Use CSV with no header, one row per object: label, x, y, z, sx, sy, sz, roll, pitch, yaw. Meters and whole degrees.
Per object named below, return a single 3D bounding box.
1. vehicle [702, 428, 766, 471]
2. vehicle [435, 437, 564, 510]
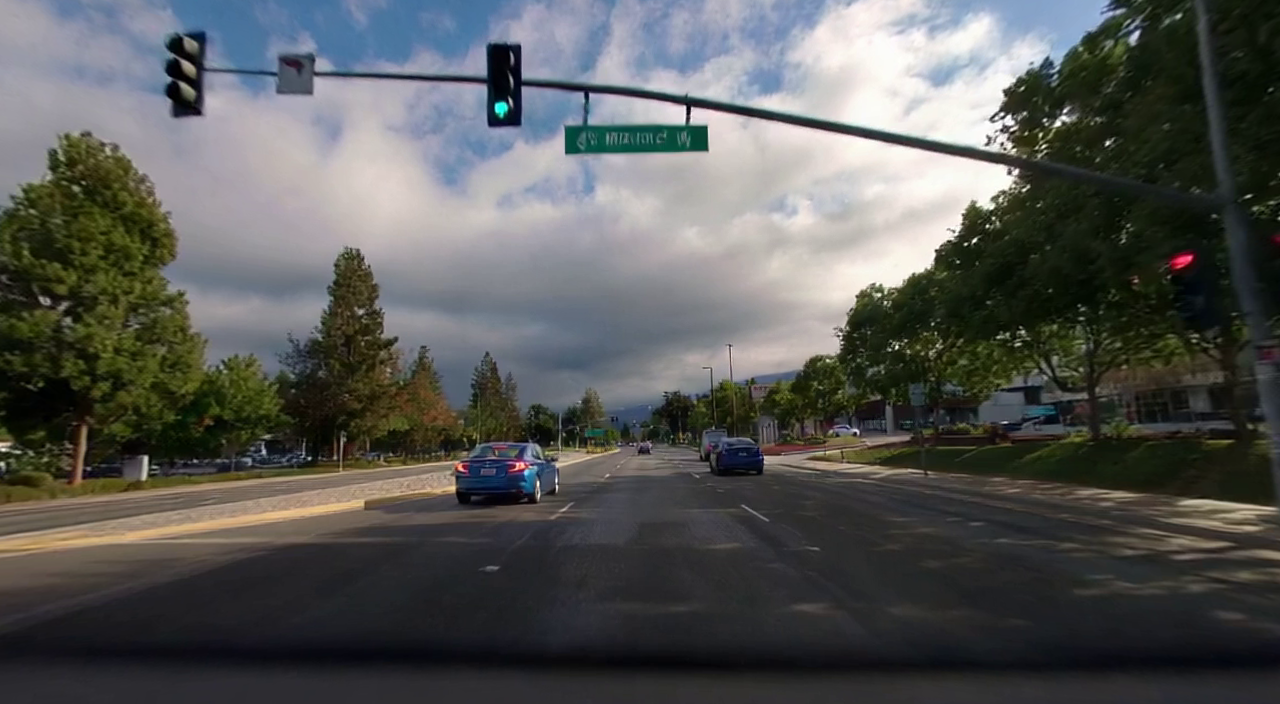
vehicle,4.716,5.028,32.728,2.476,2.016,5.586,0,-8,0
vehicle,-3.118,2.775,15.008,2.017,1.470,4.293,0,-8,1
